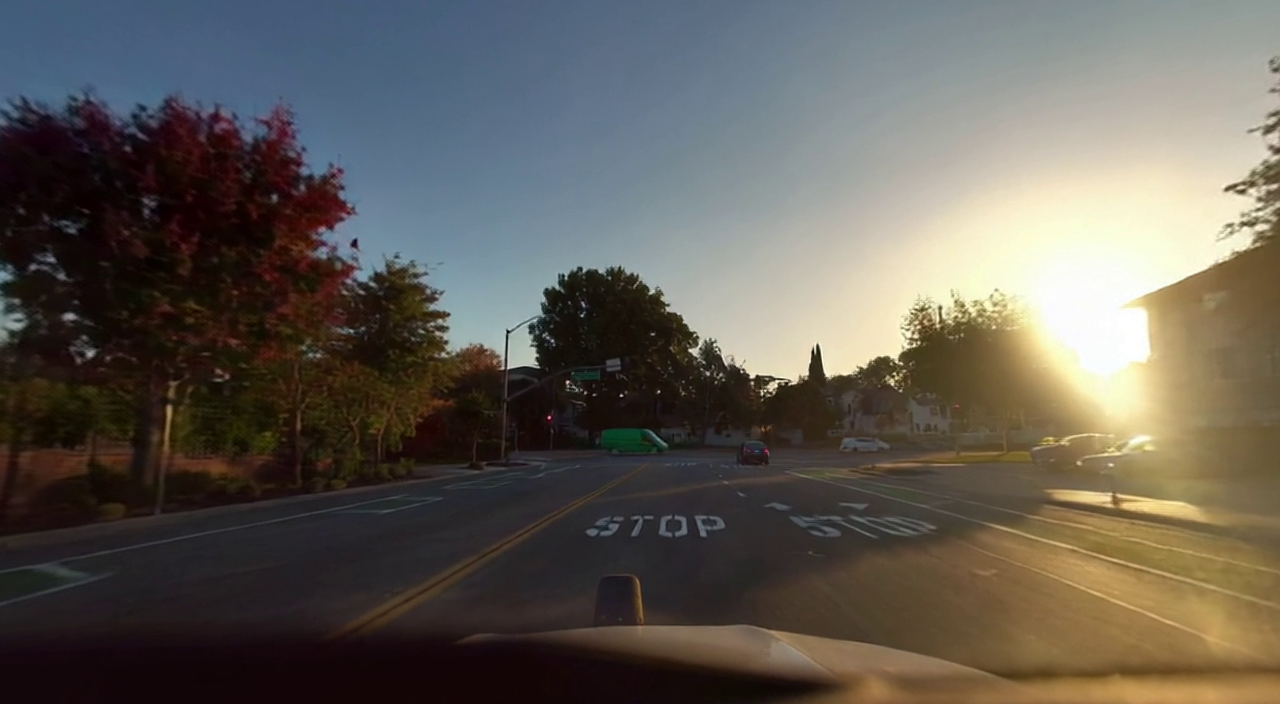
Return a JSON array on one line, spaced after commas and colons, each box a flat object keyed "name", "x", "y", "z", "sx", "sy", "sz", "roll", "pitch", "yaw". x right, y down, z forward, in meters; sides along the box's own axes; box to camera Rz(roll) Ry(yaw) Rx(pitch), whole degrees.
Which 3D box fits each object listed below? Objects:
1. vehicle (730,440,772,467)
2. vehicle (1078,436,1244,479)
[{"name": "vehicle", "x": 6.474, "y": 5.958, "z": 37.214, "sx": 1.947, "sy": 1.485, "sz": 4.336, "roll": -1, "pitch": -8, "yaw": 4}, {"name": "vehicle", "x": 18.356, "y": 3.728, "z": 22.451, "sx": 4.104, "sy": 1.449, "sz": 1.896, "roll": -1, "pitch": -8, "yaw": 3}]
